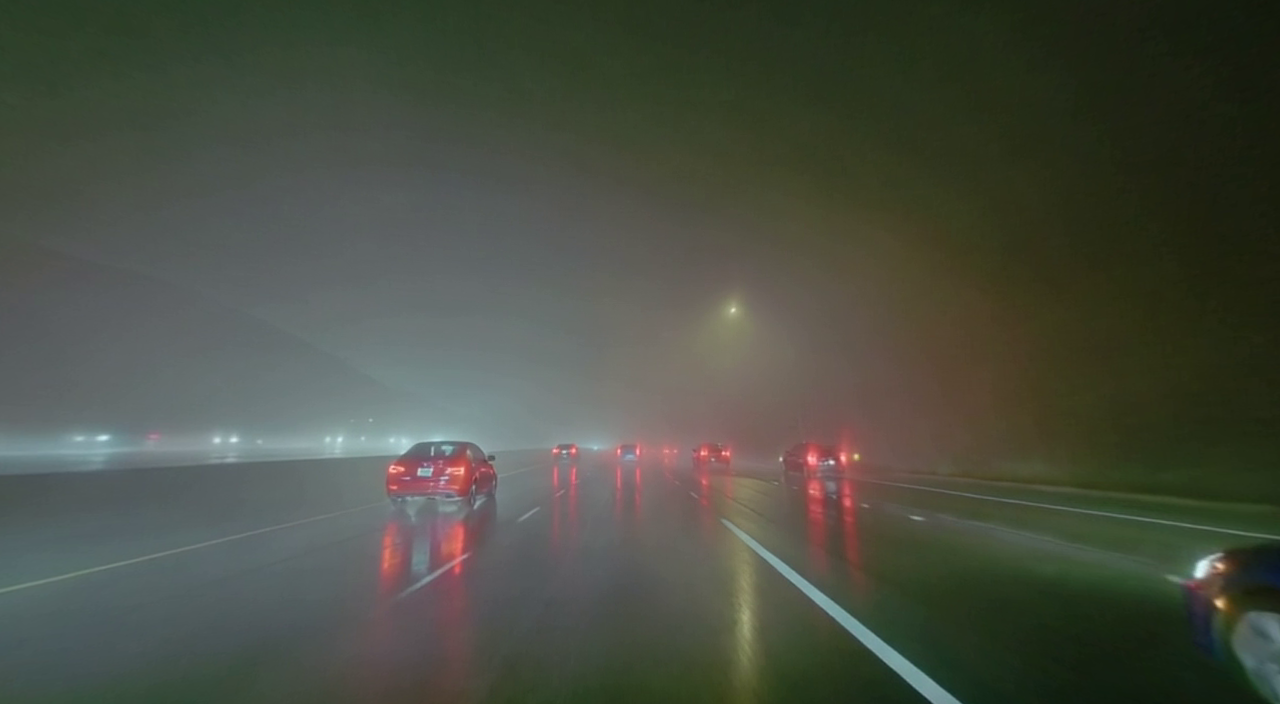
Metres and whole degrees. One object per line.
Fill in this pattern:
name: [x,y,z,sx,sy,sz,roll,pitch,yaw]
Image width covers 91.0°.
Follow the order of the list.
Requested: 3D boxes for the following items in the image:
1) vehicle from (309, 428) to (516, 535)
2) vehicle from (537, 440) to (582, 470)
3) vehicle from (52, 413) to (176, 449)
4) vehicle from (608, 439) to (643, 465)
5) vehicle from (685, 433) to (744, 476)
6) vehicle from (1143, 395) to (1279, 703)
vehicle: [-3.686,2.177,11.189,1.993,1.500,4.248,0,-9,1]
vehicle: [-4.124,5.356,32.824,1.796,1.464,3.839,0,-9,0]
vehicle: [-36.355,5.591,43.944,2.560,2.239,7.013,0,-9,0]
vehicle: [-0.872,6.356,40.051,2.147,1.572,4.094,0,-9,0]
vehicle: [3.429,4.861,30.056,2.222,1.820,4.733,0,-9,0]
vehicle: [3.401,0.656,0.514,2.136,1.511,4.706,0,-9,1]
